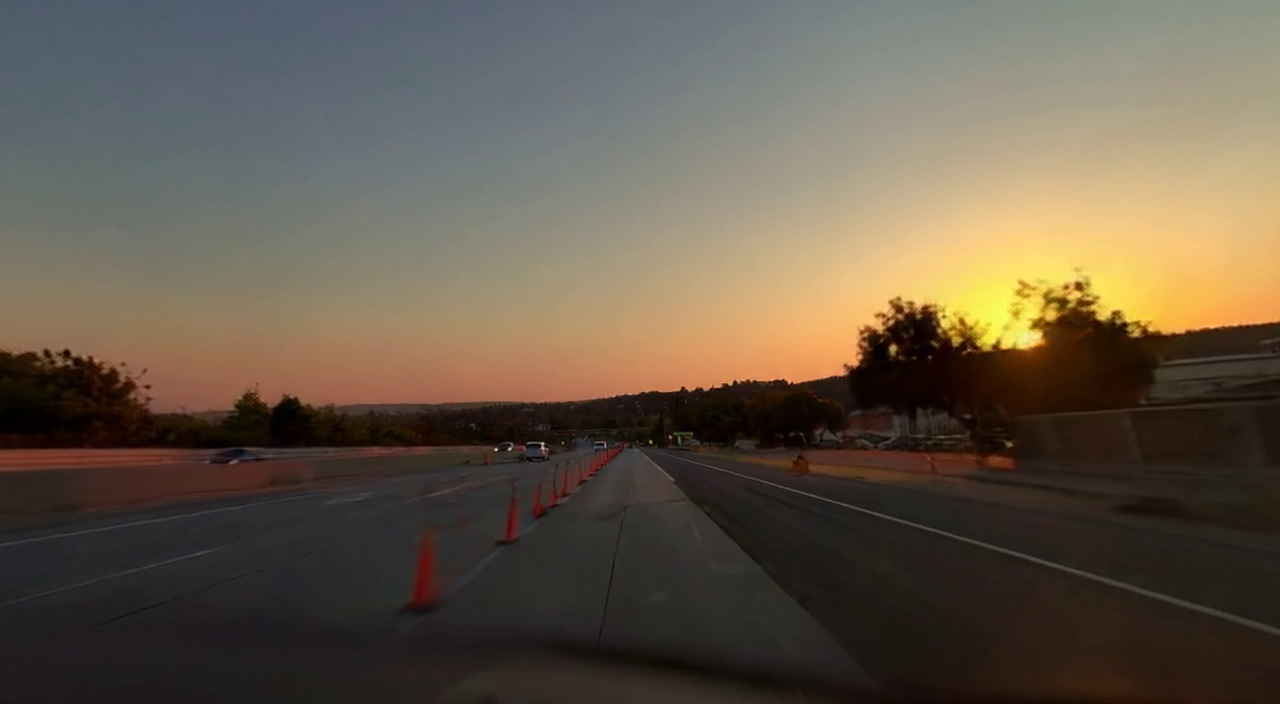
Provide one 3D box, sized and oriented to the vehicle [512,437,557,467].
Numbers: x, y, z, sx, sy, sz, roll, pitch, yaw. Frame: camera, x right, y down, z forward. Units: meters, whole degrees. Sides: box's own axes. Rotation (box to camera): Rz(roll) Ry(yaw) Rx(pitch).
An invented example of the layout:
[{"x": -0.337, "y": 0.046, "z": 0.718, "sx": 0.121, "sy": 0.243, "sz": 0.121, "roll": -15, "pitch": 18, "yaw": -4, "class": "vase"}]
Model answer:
[{"x": -6.497, "y": 6.215, "z": 39.259, "sx": 2.036, "sy": 1.758, "sz": 4.529, "roll": 0, "pitch": -9, "yaw": 0, "class": "vehicle"}]
